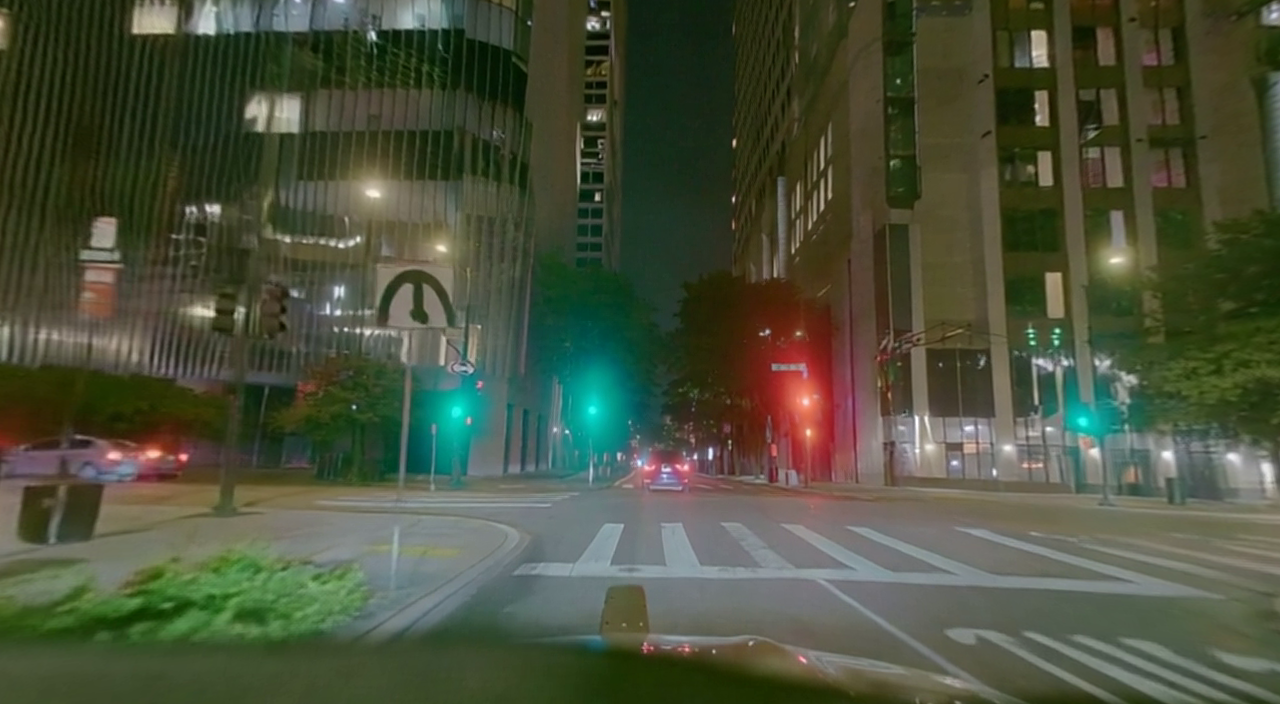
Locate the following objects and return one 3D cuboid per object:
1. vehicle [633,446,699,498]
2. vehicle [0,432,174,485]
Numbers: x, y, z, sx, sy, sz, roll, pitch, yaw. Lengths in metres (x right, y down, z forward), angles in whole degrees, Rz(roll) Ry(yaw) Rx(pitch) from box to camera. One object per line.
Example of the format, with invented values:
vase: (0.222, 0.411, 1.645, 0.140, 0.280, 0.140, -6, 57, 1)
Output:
vehicle: (0.844, 4.102, 21.961, 2.079, 1.621, 3.861, 0, -9, 1)
vehicle: (-17.518, 3.313, 19.663, 4.282, 1.519, 2.077, -1, -9, 2)
